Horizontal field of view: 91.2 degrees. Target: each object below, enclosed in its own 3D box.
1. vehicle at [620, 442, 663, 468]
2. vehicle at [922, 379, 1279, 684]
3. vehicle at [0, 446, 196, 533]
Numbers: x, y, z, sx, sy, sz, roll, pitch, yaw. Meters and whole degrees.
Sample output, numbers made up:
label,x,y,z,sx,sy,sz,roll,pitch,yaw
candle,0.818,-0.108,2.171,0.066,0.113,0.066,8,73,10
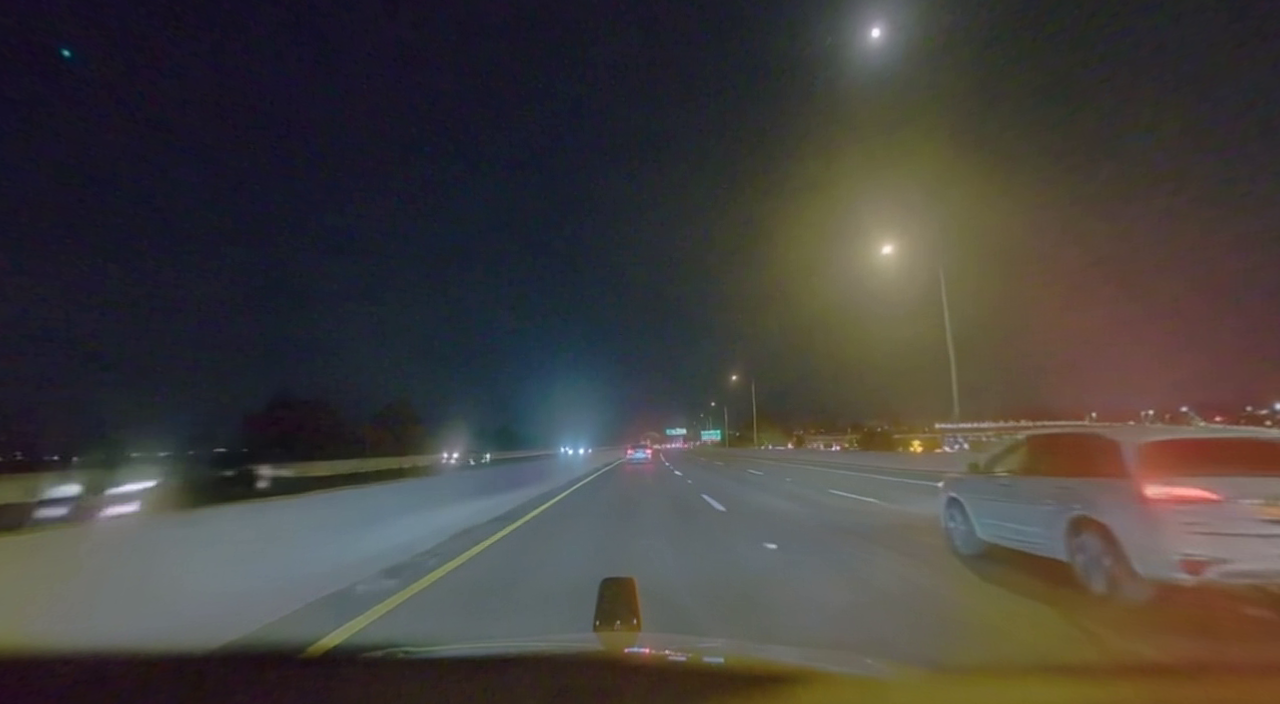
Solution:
label,x,y,z,sx,sy,sz,roll,pitch,yaw
vehicle,0.150,6.735,41.307,2.084,1.594,4.219,-2,-8,10
vehicle,4.249,1.213,5.314,1.969,1.595,3.964,-1,-8,2
vehicle,-12.710,3.002,14.368,1.992,1.638,4.416,0,-8,-3
